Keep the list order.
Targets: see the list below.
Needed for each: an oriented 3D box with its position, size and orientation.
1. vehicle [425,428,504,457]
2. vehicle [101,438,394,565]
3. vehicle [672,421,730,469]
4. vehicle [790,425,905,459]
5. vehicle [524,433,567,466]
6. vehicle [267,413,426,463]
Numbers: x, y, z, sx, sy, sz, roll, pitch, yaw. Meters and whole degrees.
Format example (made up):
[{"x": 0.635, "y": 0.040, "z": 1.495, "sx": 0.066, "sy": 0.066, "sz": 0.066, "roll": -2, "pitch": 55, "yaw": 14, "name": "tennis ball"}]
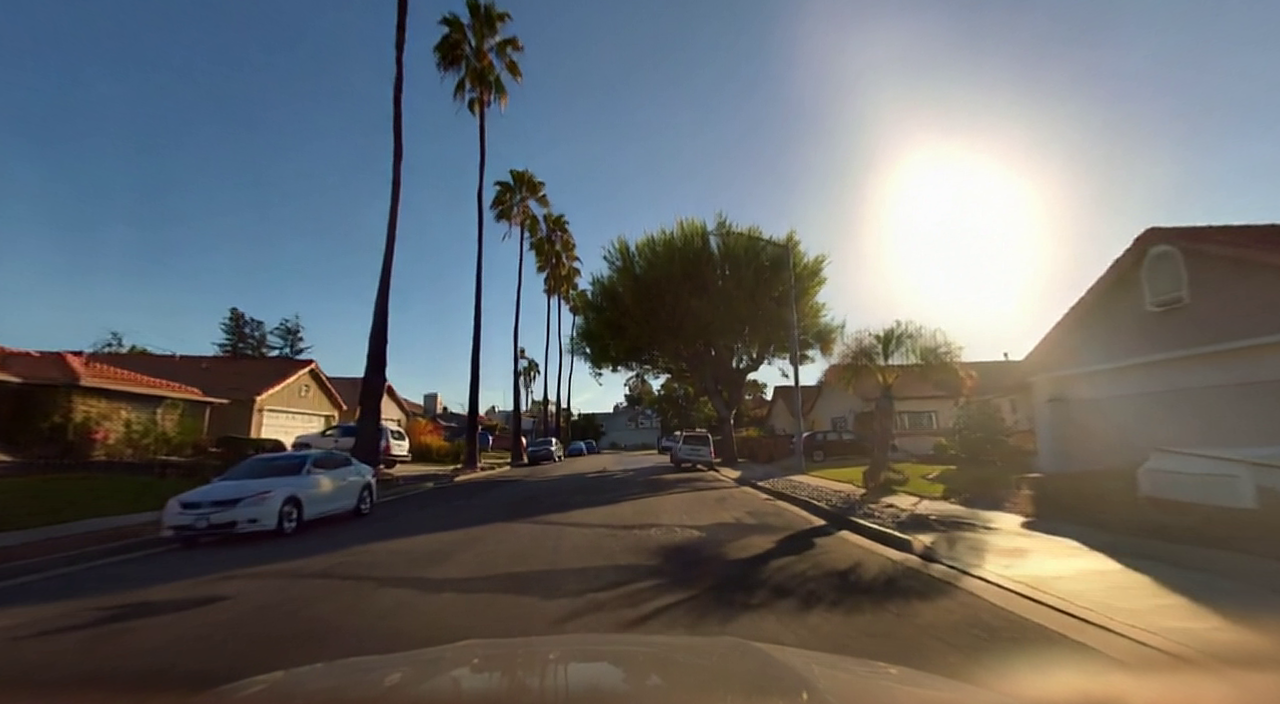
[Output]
[{"x": -12.336, "y": 6.422, "z": 44.684, "sx": 4.991, "sy": 1.947, "sz": 2.329, "roll": 0, "pitch": -8, "yaw": -3, "name": "vehicle"}, {"x": -5.730, "y": 2.149, "z": 10.103, "sx": 1.949, "sy": 1.511, "sz": 4.466, "roll": 0, "pitch": -7, "yaw": -2, "name": "vehicle"}, {"x": 2.777, "y": 4.437, "z": 30.207, "sx": 2.184, "sy": 2.038, "sz": 6.212, "roll": 0, "pitch": -8, "yaw": 1, "name": "vehicle"}, {"x": 9.465, "y": 4.152, "z": 29.086, "sx": 4.643, "sy": 1.520, "sz": 1.826, "roll": 0, "pitch": -8, "yaw": 1, "name": "vehicle"}, {"x": -5.739, "y": 5.950, "z": 39.001, "sx": 2.147, "sy": 1.823, "sz": 4.725, "roll": 0, "pitch": -7, "yaw": -2, "name": "vehicle"}, {"x": -11.936, "y": 3.555, "z": 26.054, "sx": 5.340, "sy": 1.948, "sz": 2.398, "roll": 0, "pitch": -8, "yaw": 0, "name": "vehicle"}]
